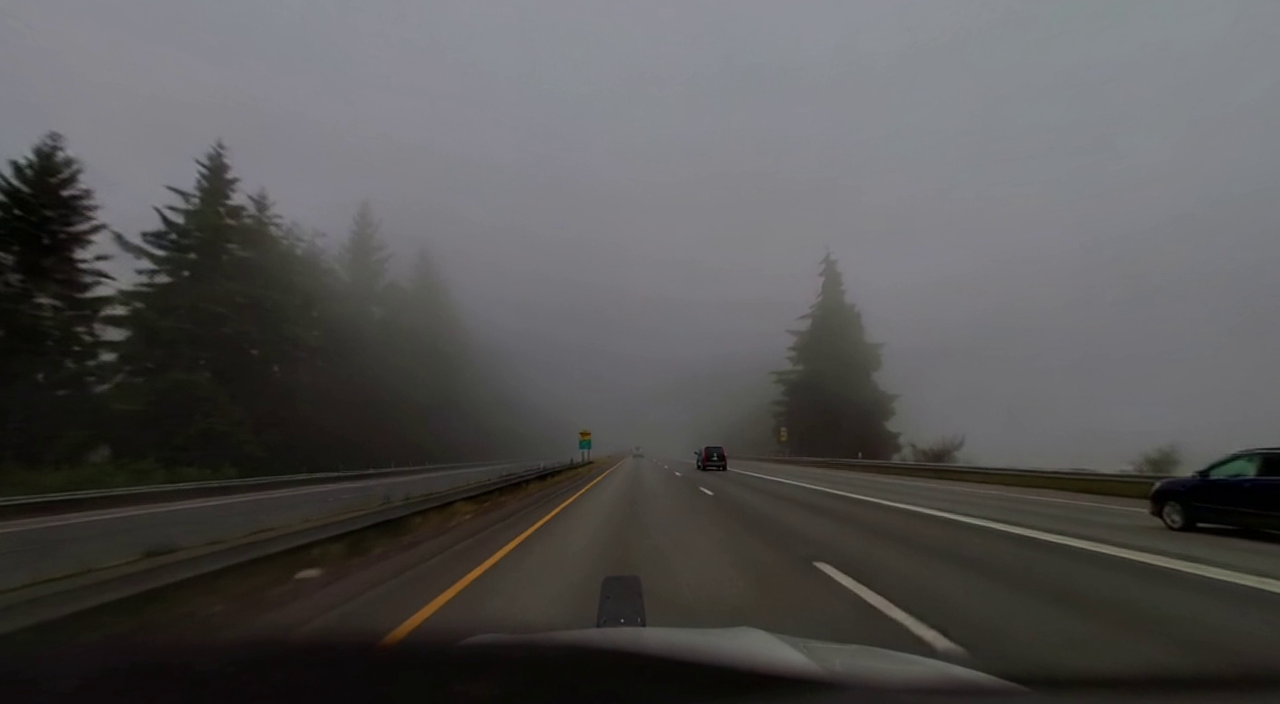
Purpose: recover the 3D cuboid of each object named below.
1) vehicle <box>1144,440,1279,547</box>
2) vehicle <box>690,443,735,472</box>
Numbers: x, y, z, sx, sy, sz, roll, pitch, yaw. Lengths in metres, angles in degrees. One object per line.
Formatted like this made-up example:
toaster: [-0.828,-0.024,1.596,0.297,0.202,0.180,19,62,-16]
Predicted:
vehicle: [9.353,1.891,8.488,1.926,1.386,3.719,0,-9,-3]
vehicle: [4.218,6.246,37.456,2.058,1.605,4.116,0,-9,-2]
